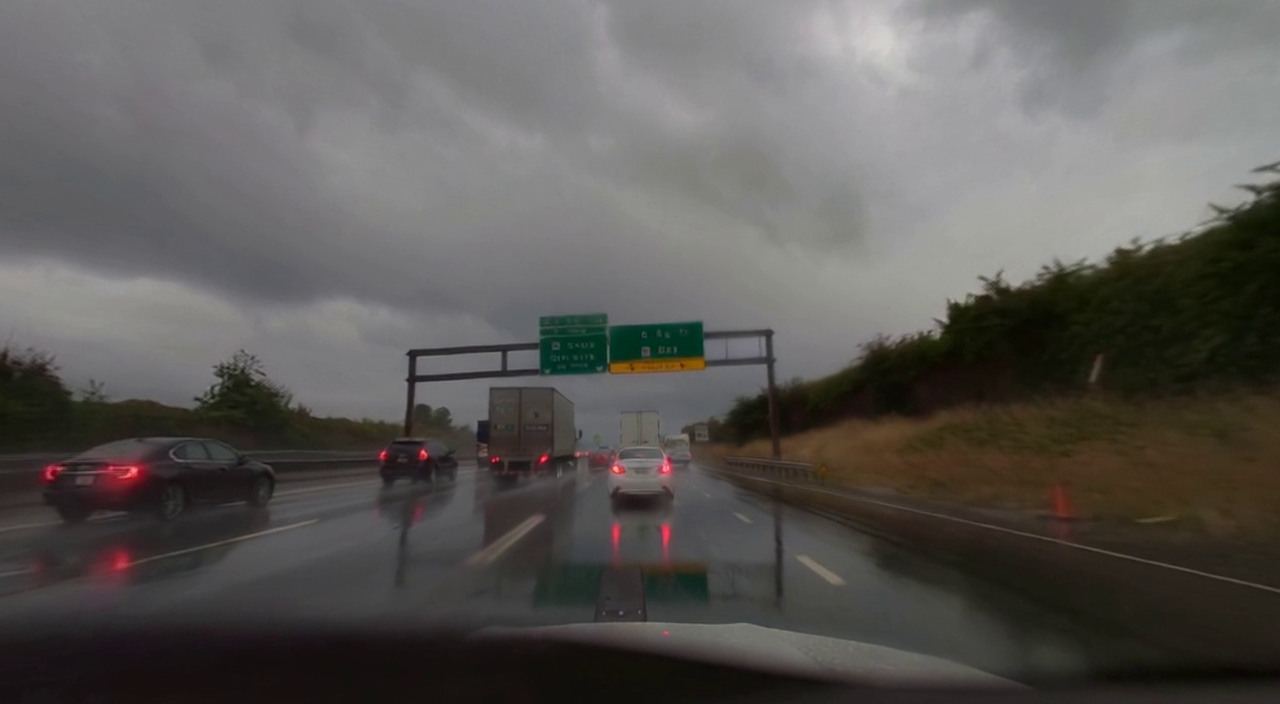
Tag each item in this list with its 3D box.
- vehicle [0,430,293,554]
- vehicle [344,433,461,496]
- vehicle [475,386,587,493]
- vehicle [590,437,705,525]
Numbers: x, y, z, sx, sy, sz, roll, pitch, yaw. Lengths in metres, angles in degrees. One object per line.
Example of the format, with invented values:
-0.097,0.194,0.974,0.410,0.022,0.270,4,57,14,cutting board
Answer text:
-7.906,2.115,10.228,1.879,1.521,4.623,-1,-9,1,vehicle
-7.342,3.525,20.051,1.952,1.746,4.332,-1,-9,1,vehicle
-3.744,3.311,23.615,2.812,3.342,7.248,0,-9,1,vehicle
0.088,2.521,12.769,1.995,1.495,3.380,0,-9,-1,vehicle
